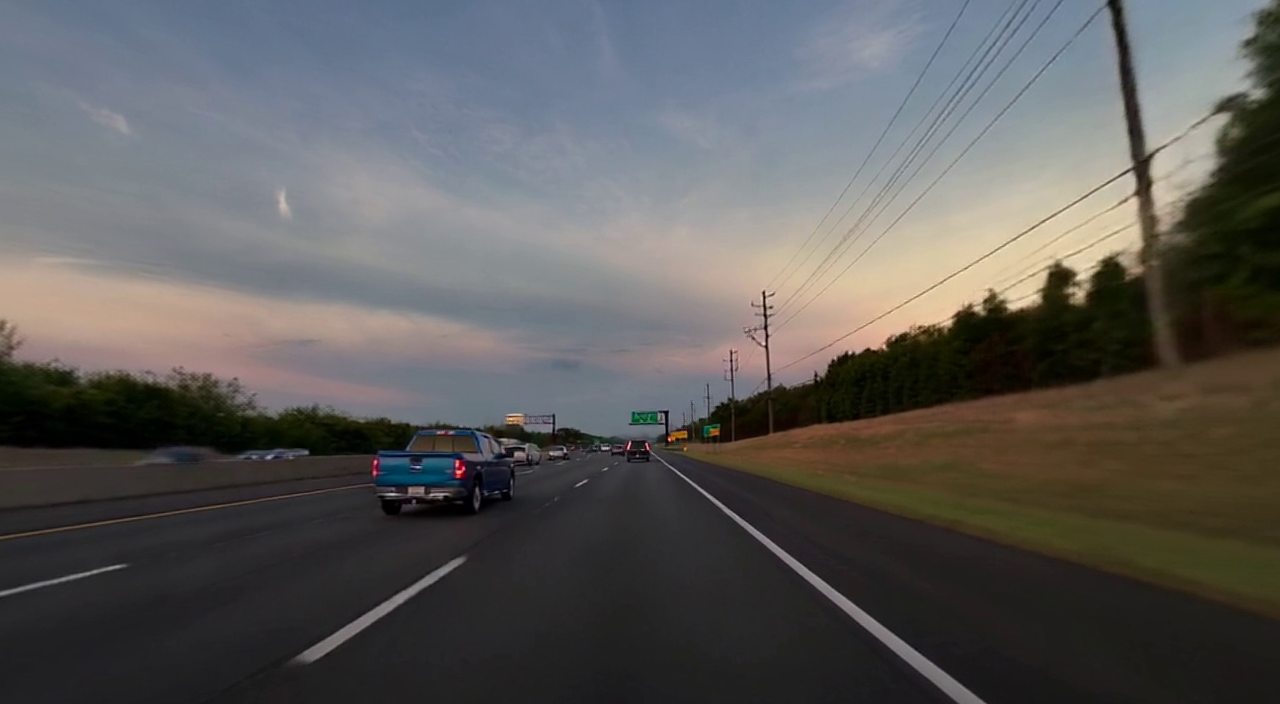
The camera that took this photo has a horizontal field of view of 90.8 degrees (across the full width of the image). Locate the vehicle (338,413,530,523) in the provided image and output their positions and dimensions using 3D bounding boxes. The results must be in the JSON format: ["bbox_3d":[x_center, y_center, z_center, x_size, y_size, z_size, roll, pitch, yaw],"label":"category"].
[{"bbox_3d":[-3.870,2.307,13.110,2.204,1.812,5.289,0,-8,0],"label":"vehicle"}]

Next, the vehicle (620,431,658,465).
[{"bbox_3d":[-0.120,6.325,41.673,2.358,2.144,4.713,0,-8,-1],"label":"vehicle"}]
